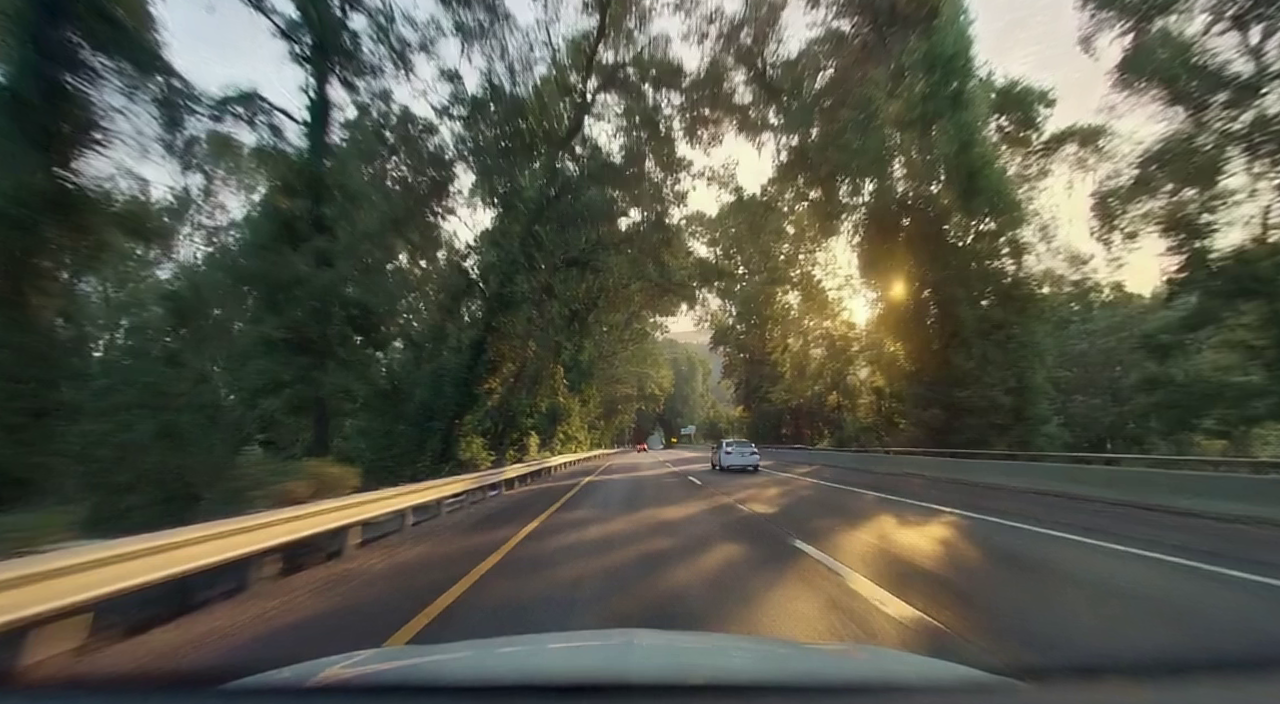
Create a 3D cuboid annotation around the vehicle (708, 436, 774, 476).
[{"bbox_3d":[4.178,4.400,26.879,1.905,1.525,4.719,0,-8,-2],"label":"vehicle"}]
